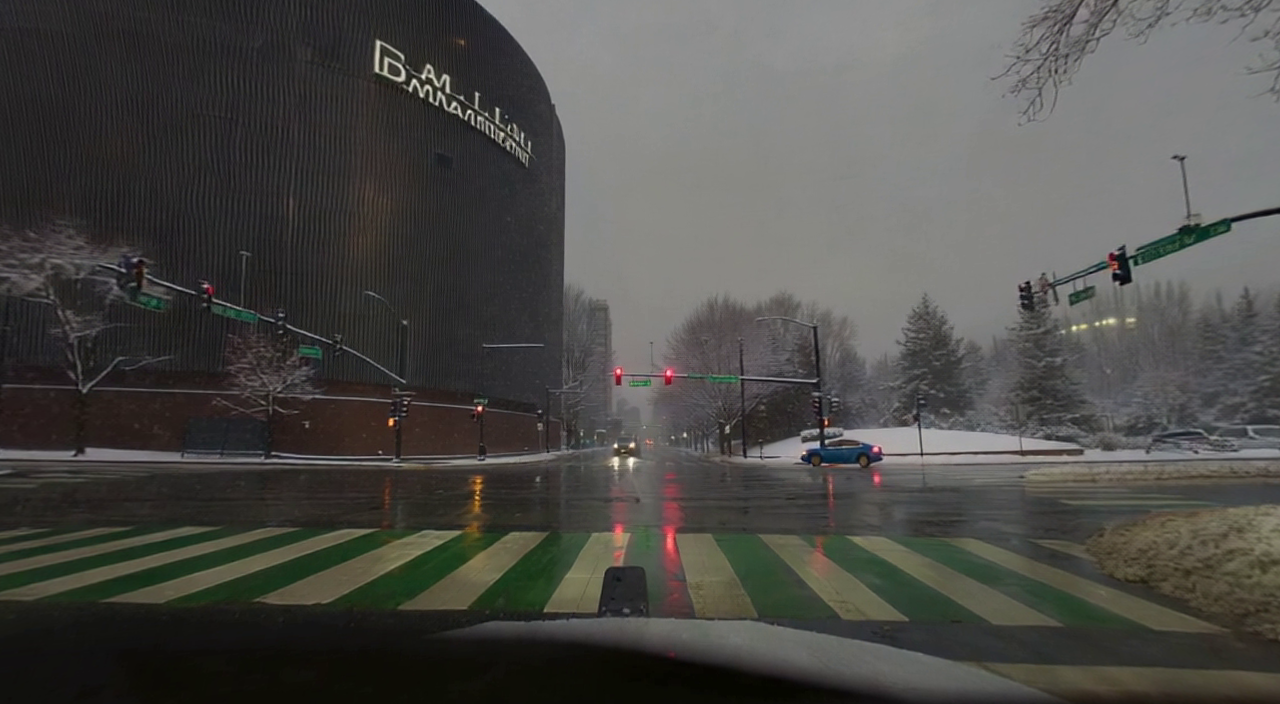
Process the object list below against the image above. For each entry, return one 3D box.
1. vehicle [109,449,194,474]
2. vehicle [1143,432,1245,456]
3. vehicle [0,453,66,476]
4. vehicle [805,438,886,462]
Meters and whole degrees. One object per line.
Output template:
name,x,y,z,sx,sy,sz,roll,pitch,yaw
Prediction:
vehicle,-33.089,7.399,42.752,4.136,1.661,1.857,0,-8,1
vehicle,36.157,6.016,41.198,4.767,1.456,1.858,0,-8,3
vehicle,-41.668,7.632,42.757,3.698,1.467,1.779,0,-8,1
vehicle,12.739,6.130,39.341,4.529,1.457,1.981,-1,-9,9
